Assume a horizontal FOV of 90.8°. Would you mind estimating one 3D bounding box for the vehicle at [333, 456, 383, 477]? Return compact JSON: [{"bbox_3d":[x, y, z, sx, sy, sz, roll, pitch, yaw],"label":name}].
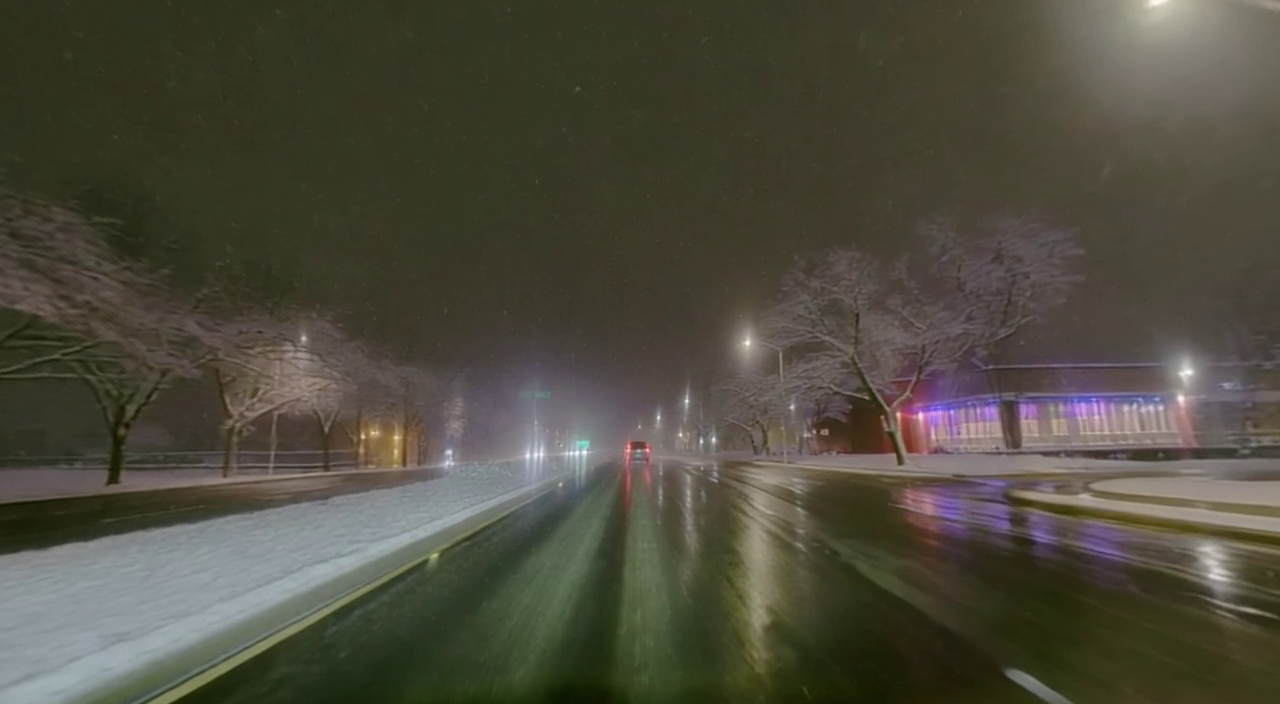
[{"bbox_3d":[-20.787,8.459,46.757,1.904,1.412,3.929,0,-9,0],"label":"vehicle"}]
